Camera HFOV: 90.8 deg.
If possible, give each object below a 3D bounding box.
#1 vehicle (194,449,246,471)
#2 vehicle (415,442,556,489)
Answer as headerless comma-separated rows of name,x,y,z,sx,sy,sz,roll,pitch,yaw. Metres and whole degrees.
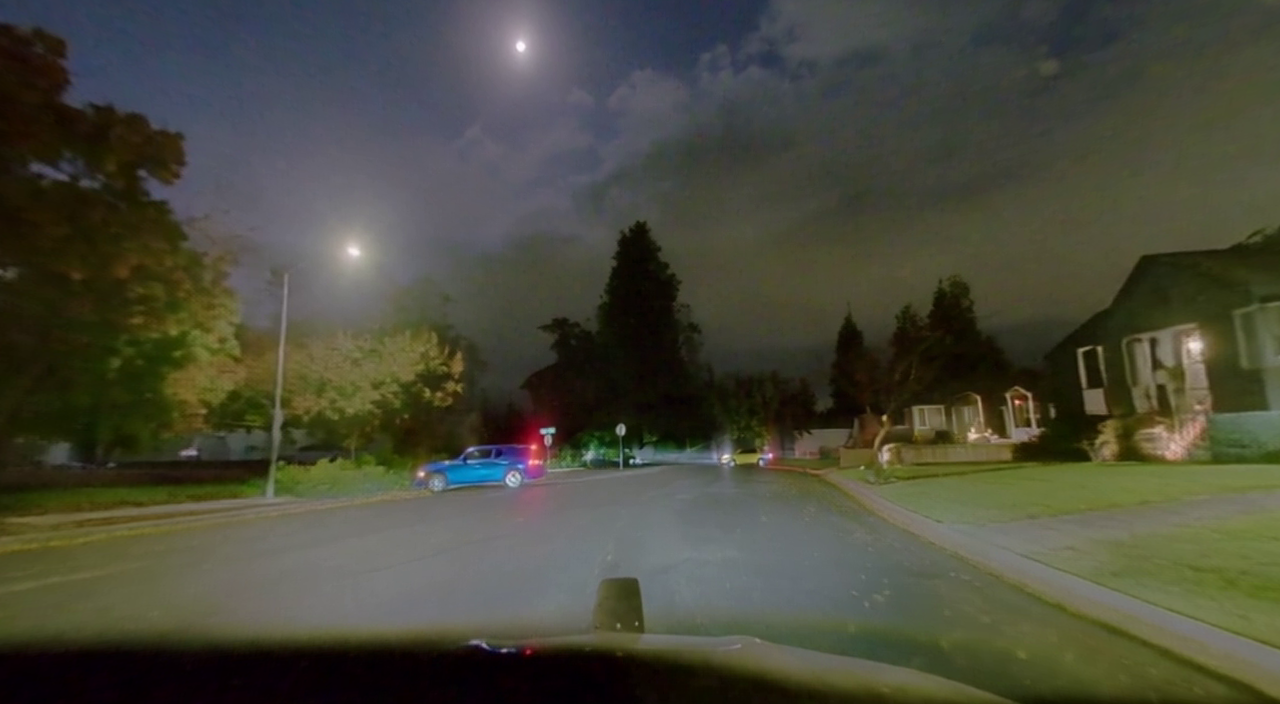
vehicle,-30.427,7.764,45.701,4.764,1.487,2.002,-8,-12,44
vehicle,-5.674,4.190,23.491,4.692,1.660,1.879,-1,-9,7
